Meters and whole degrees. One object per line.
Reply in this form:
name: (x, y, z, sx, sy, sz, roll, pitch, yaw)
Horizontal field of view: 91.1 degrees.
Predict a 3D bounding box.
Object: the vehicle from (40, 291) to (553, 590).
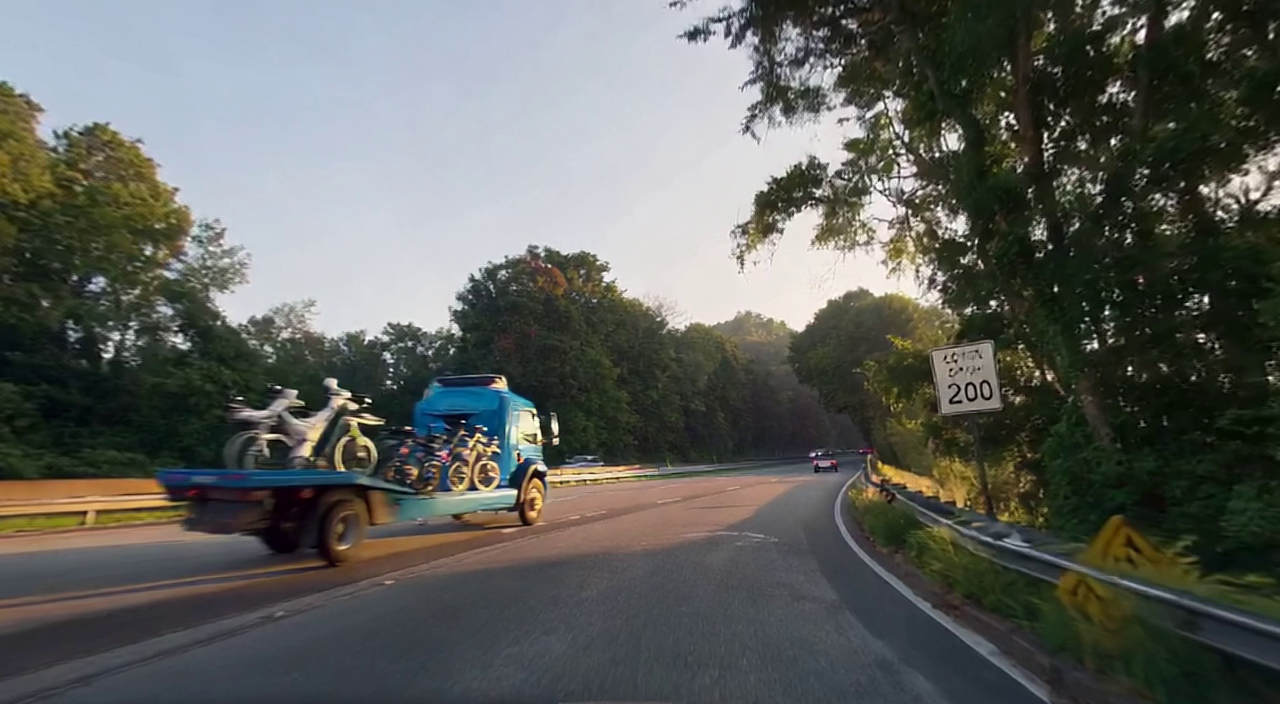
vehicle: (-4.559, 1.643, 10.897, 2.841, 3.244, 7.689, -3, -11, 18)
